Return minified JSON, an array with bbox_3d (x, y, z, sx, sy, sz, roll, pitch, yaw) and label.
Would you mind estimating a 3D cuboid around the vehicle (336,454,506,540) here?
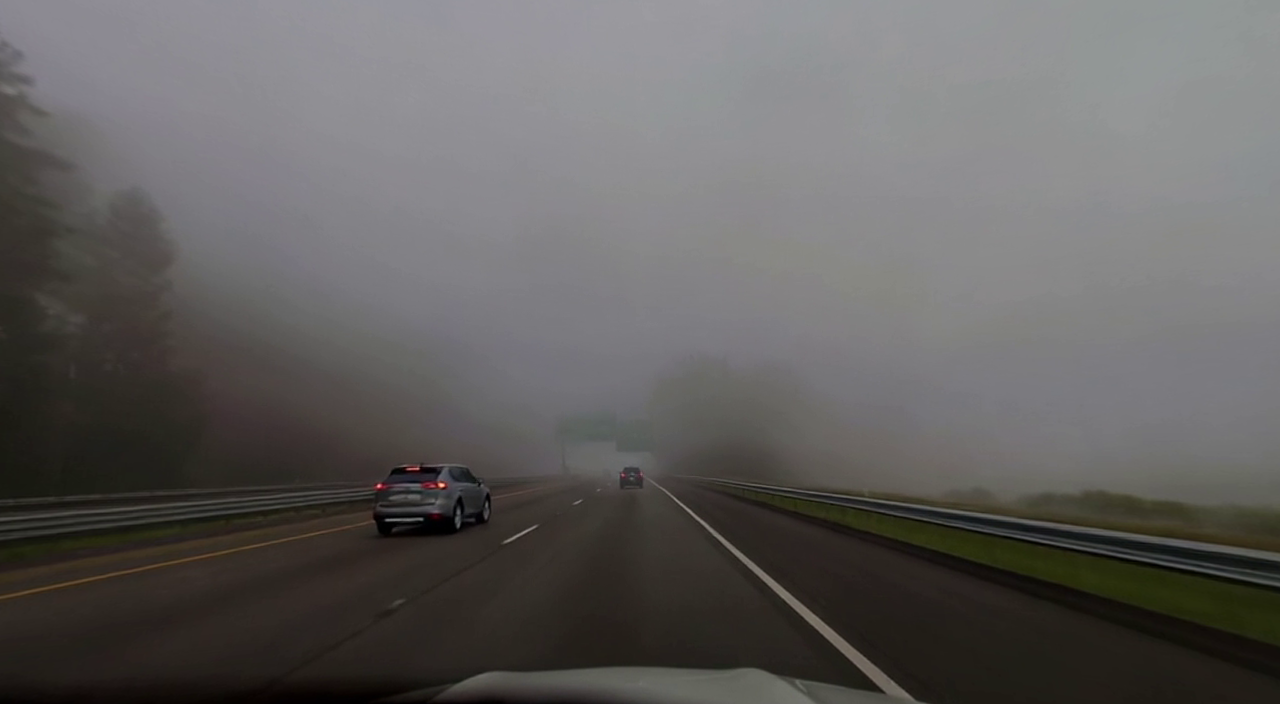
[{"bbox_3d":[-4.377,2.999,13.467,2.003,1.479,4.363,1,-11,0],"label":"vehicle"}]
